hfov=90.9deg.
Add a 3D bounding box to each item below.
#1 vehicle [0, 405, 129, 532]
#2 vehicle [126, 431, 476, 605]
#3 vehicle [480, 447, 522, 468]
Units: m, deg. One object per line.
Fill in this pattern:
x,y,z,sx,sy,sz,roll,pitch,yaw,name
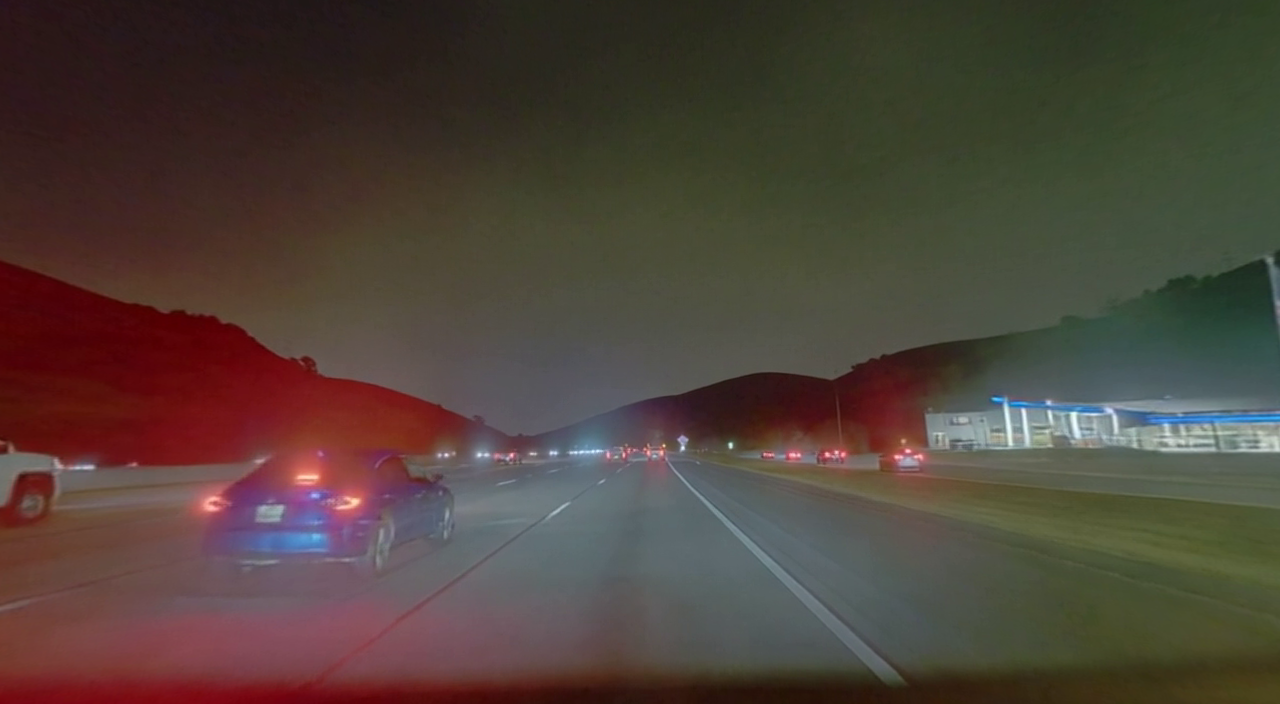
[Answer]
-11.137,1.769,9.446,2.284,1.966,5.406,-1,-8,2,vehicle
-3.509,1.760,7.641,1.896,1.491,4.146,0,-8,0,vehicle
-10.230,7.799,46.834,1.927,1.454,4.395,-1,-8,3,vehicle
